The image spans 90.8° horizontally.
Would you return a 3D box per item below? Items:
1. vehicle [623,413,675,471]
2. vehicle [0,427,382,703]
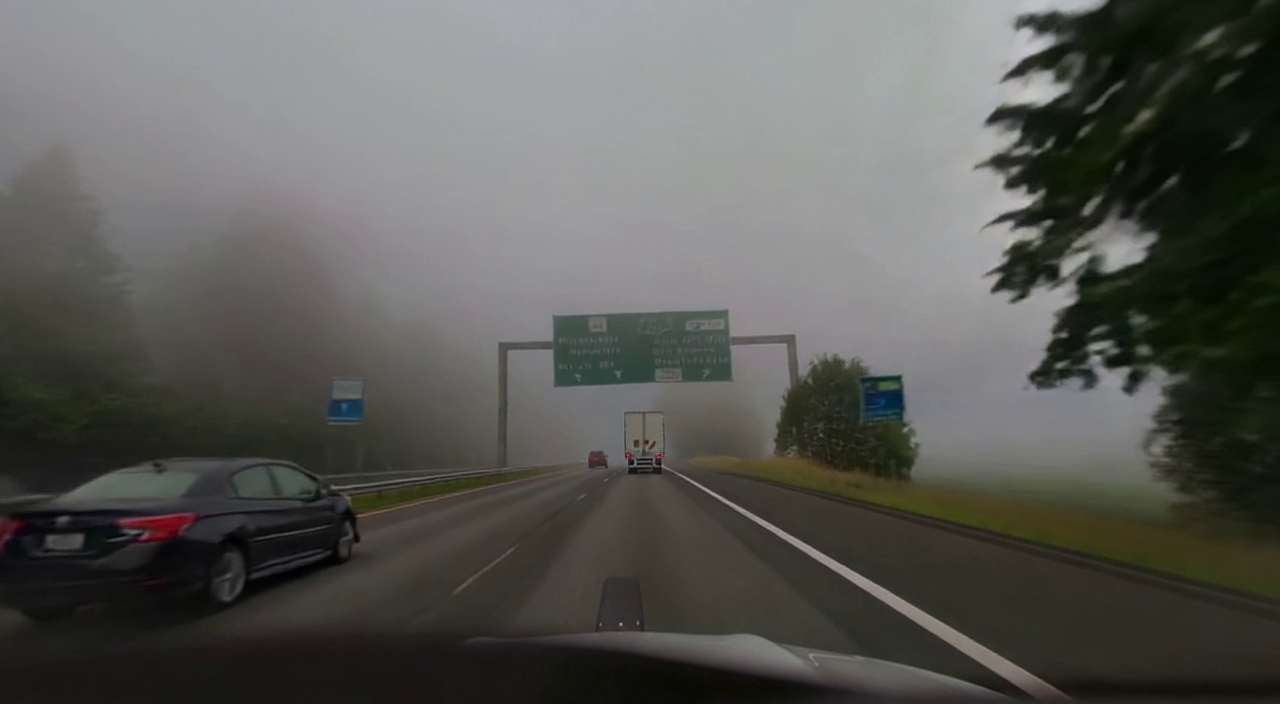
[{"bbox_3d":[0.416,7.267,49.813,3.341,3.725,18.015,0,-9,-1],"label":"vehicle"},{"bbox_3d":[-4.070,1.455,5.338,1.968,1.460,4.227,0,-9,0],"label":"vehicle"}]
